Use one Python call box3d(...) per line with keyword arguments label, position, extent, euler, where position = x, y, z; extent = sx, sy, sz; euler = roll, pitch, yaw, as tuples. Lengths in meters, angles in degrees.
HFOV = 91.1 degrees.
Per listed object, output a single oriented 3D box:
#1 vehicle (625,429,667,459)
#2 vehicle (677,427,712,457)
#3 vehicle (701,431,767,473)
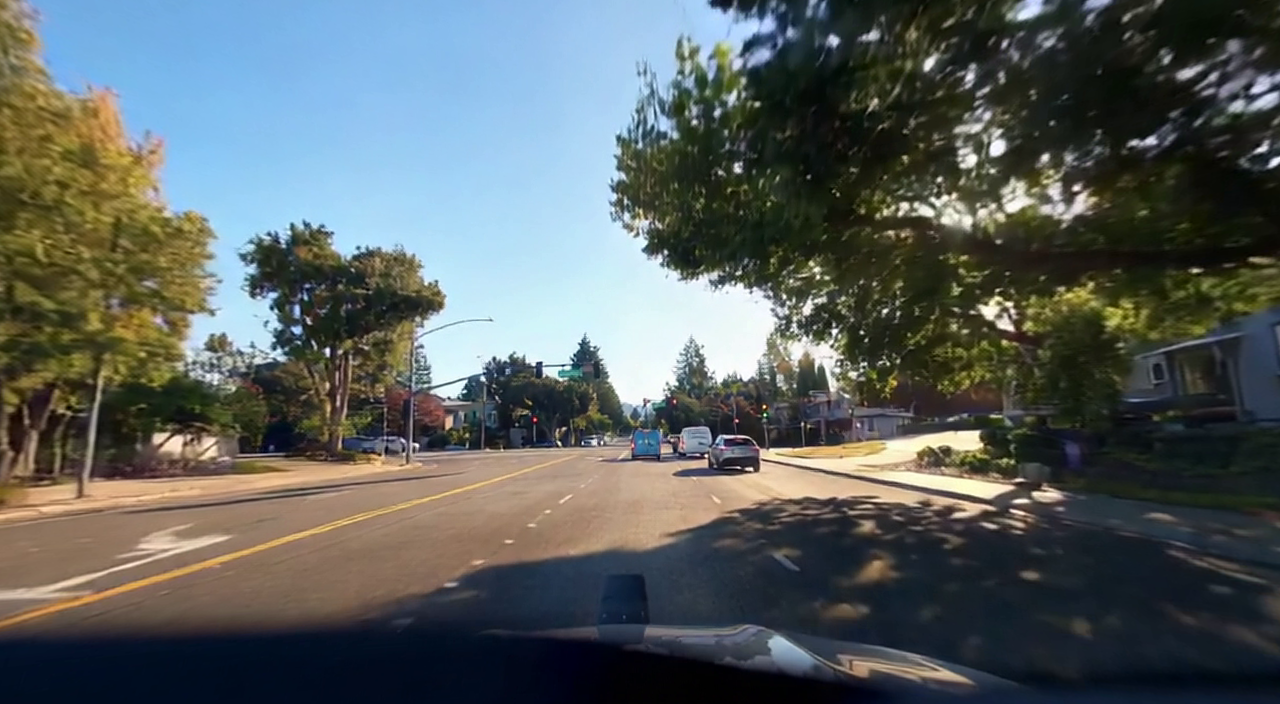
box3d(label="vehicle", position=(0.366, 5.440, 37.052), extent=(2.321, 1.624, 4.367), euler=(0, -8, 1))
box3d(label="vehicle", position=(3.623, 6.102, 42.623), extent=(2.059, 1.924, 4.257), euler=(0, -8, 0))
box3d(label="vehicle", position=(3.683, 4.012, 25.326), extent=(1.934, 1.506, 4.544), euler=(0, -8, -1))
